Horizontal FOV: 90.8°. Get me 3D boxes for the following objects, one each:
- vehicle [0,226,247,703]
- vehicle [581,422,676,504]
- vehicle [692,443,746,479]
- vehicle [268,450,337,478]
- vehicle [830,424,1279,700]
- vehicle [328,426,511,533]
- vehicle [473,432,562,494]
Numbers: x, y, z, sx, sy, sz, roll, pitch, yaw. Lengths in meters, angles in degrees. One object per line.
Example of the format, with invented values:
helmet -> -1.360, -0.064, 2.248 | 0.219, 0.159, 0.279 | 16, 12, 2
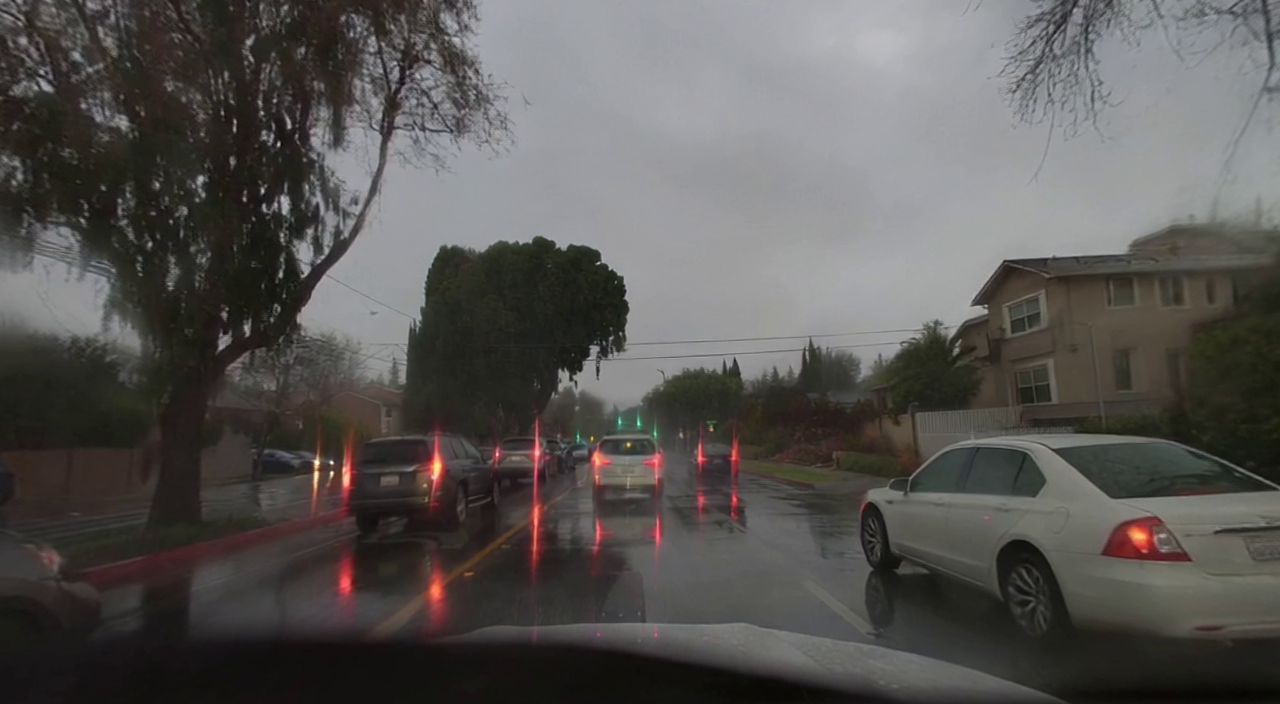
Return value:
vehicle -> -3.330, 0.280, 0.171 | 2.354, 1.948, 6.355 | 0, -8, 0
vehicle -> -0.288, 2.857, 16.648 | 2.164, 1.867, 4.254 | 0, -8, -1
vehicle -> 3.498, 4.888, 28.637 | 1.880, 1.476, 3.932 | 0, -8, -1
vehicle -> -22.354, 7.404, 42.048 | 2.060, 1.643, 4.623 | 0, -8, 0
vehicle -> 3.477, 1.477, 5.800 | 1.977, 1.480, 4.589 | 0, -8, -1
vehicle -> -3.719, 2.210, 11.599 | 1.864, 1.576, 4.324 | 0, -8, -1
vehicle -> -3.657, 3.371, 19.627 | 1.932, 1.695, 4.150 | 0, -8, 0
